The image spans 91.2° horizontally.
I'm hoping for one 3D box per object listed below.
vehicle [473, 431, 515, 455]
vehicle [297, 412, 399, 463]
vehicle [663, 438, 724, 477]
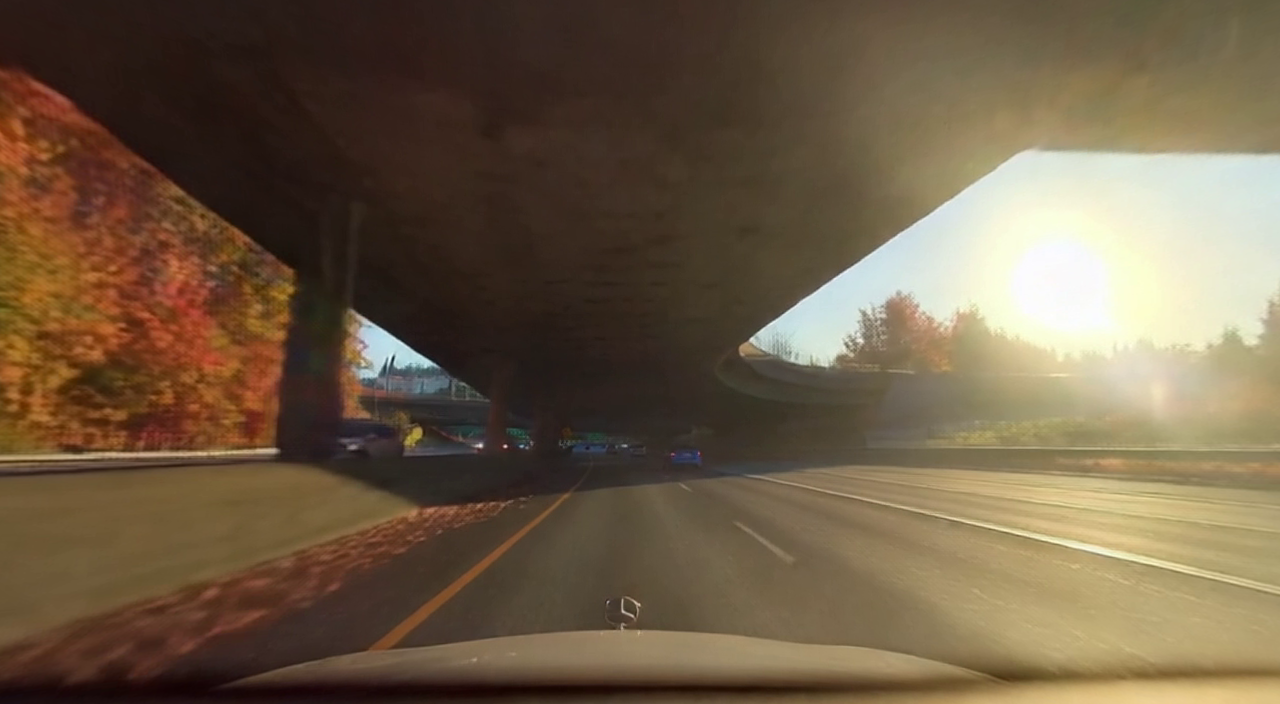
[{"bbox_3d":[-10.825,6.858,46.859,2.185,1.675,4.704,0,-9,-2],"label":"vehicle"},{"bbox_3d":[-10.483,3.159,22.862,1.842,1.663,3.995,0,-9,-1],"label":"vehicle"},{"bbox_3d":[2.409,4.933,29.462,2.337,1.633,4.222,0,-9,-2],"label":"vehicle"}]
